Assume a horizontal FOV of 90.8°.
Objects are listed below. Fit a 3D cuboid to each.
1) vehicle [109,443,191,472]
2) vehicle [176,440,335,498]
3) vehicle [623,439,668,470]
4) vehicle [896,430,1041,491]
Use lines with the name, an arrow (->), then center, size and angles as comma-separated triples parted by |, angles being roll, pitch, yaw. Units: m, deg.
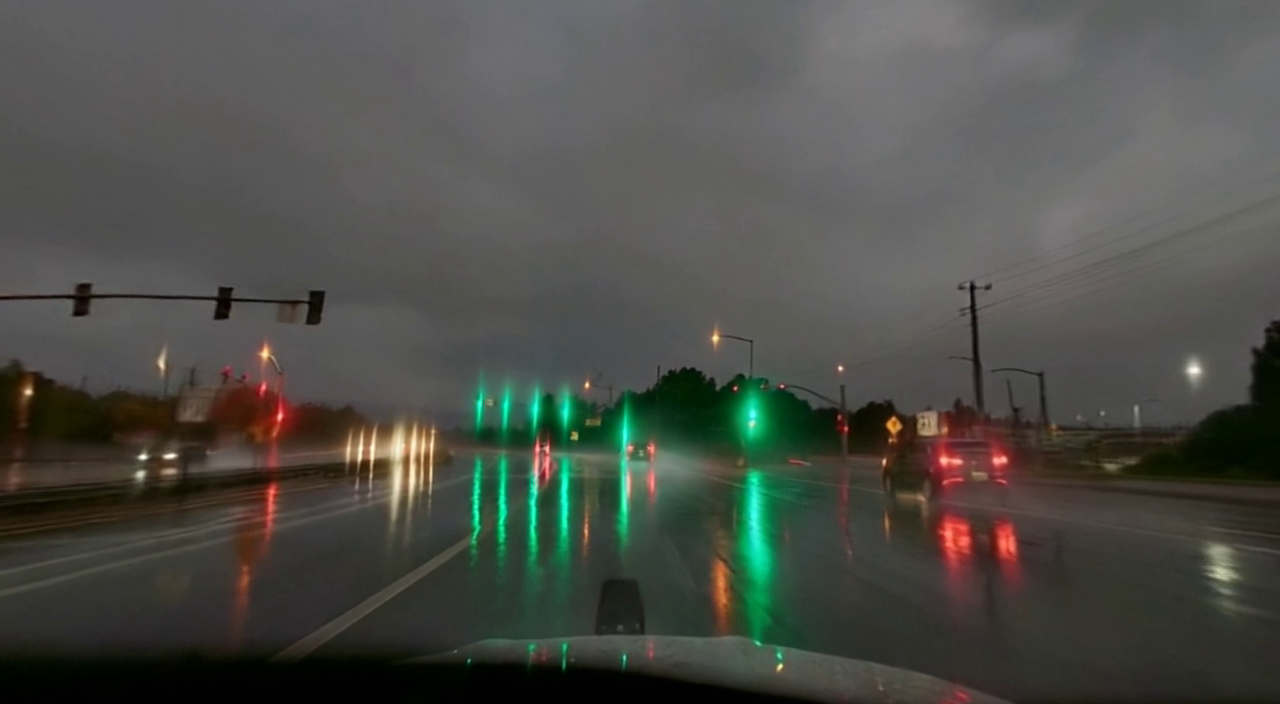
vehicle -> -30.055, 6.468, 38.931 | 1.873, 1.627, 4.459 | 1, -9, -8
vehicle -> -12.169, 3.699, 20.469 | 2.399, 1.624, 4.585 | 0, -9, -3
vehicle -> 0.251, 6.015, 37.324 | 2.024, 1.724, 3.928 | 1, -9, -8
vehicle -> 10.461, 3.488, 20.637 | 2.130, 1.741, 4.665 | 0, -9, -1
